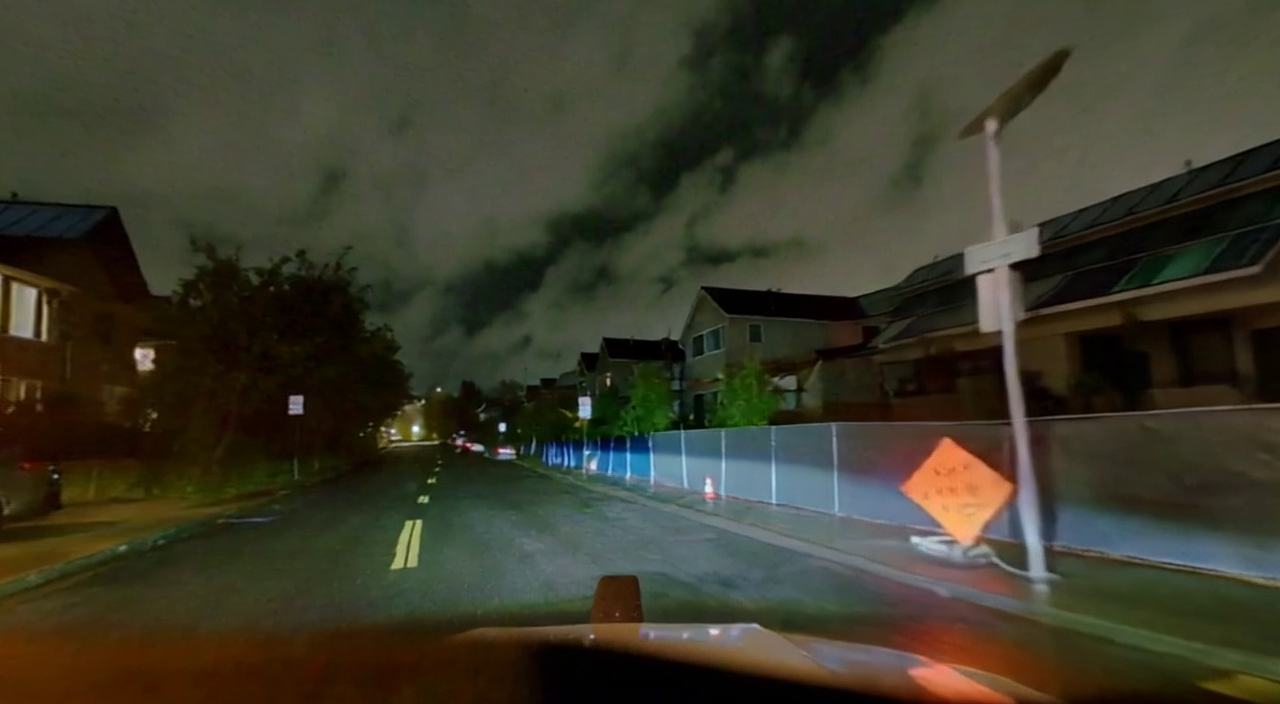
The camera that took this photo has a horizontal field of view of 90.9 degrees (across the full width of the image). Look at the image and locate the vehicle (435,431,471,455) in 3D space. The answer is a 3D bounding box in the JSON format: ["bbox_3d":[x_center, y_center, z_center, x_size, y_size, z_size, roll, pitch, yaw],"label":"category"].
[{"bbox_3d":[-14.316,6.958,48.397,2.050,1.742,4.197,1,-8,-10],"label":"vehicle"}]

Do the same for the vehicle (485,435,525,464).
[{"bbox_3d":[-7.550,5.388,34.990,1.998,1.494,3.927,2,-8,-14],"label":"vehicle"}]

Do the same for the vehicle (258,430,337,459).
[{"bbox_3d":[-23.134,6.273,42.729,4.205,1.745,2.121,0,-11,-11],"label":"vehicle"}]
